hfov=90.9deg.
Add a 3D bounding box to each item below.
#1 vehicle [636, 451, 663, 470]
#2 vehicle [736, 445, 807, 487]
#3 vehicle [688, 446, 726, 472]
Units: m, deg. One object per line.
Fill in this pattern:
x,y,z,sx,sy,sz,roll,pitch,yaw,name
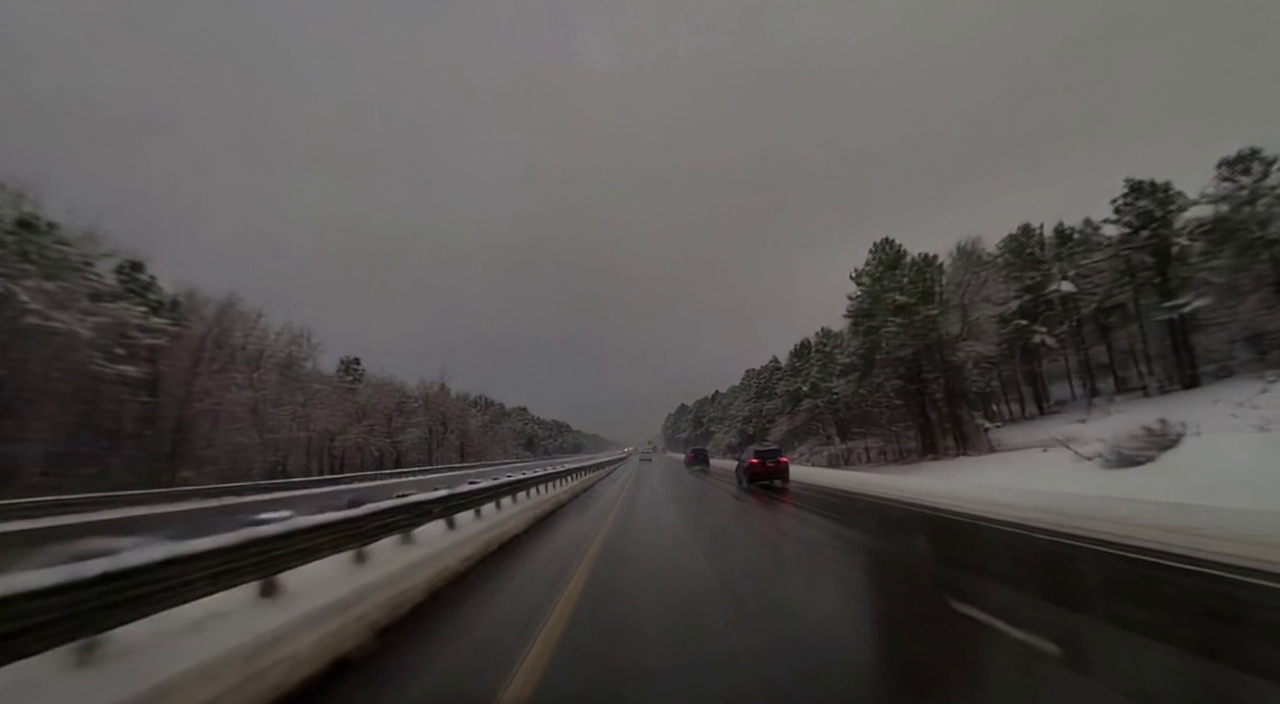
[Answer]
0.730,8.452,49.204,1.991,1.459,3.769,0,-9,0,vehicle
5.141,4.500,25.079,1.964,1.513,3.707,0,-9,-1,vehicle
4.566,7.372,43.440,2.122,1.662,4.392,0,-9,0,vehicle
